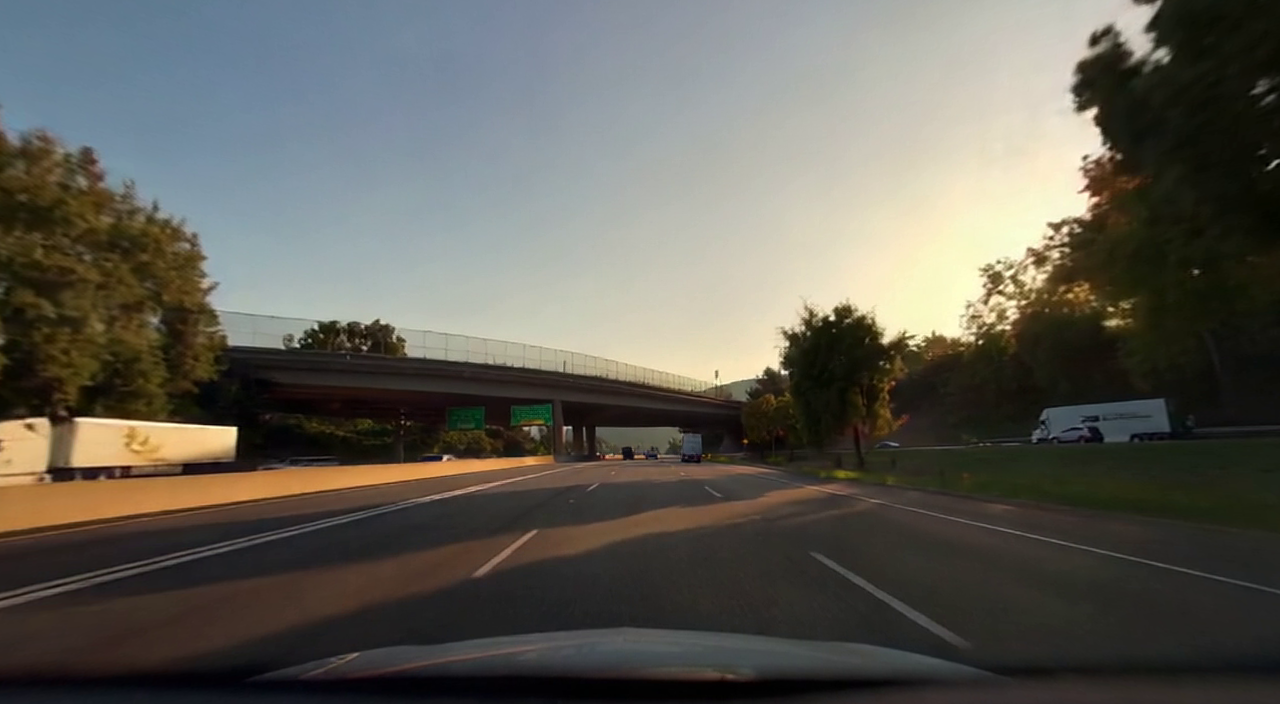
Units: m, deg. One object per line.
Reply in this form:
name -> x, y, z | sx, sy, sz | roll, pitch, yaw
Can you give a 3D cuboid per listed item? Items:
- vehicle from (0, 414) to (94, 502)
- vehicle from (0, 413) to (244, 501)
vehicle -> -30.694, 5.090, 30.364 | 2.958, 4.004, 5.956 | 0, -9, 2
vehicle -> -30.393, 6.170, 37.616 | 2.889, 4.119, 15.342 | -1, -9, 3
